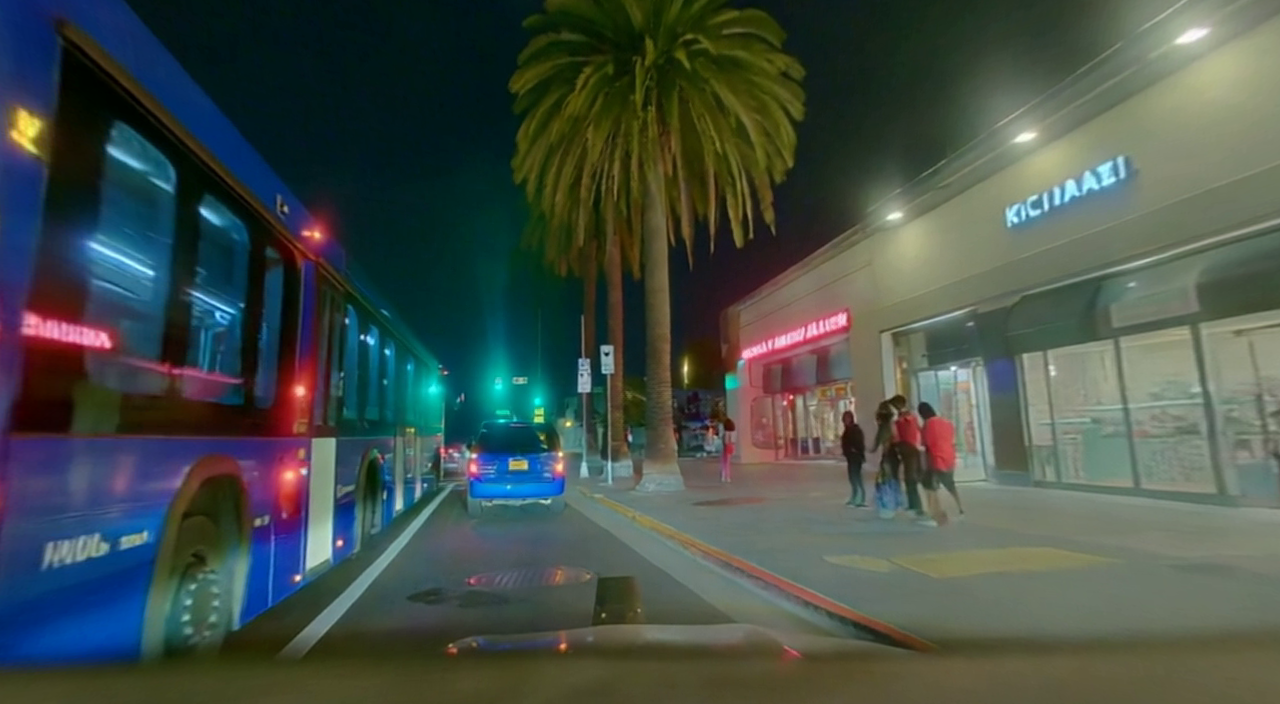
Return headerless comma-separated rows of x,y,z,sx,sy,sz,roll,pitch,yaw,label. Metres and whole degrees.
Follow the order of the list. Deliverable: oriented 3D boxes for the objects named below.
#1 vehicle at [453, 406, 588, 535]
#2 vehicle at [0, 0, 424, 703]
-2.405,2.117,11.834,2.002,1.907,4.211,2,-9,-17,vehicle
-4.769,0.720,7.107,2.863,3.233,11.573,2,-9,-11,vehicle
